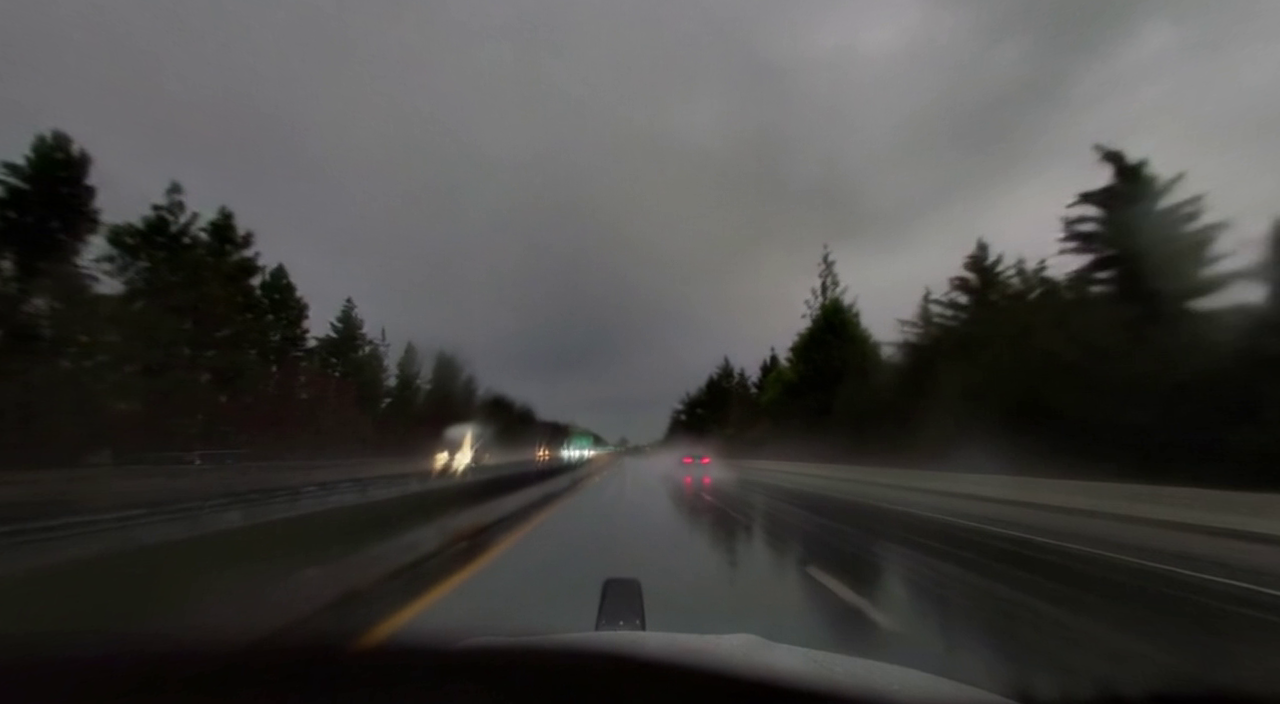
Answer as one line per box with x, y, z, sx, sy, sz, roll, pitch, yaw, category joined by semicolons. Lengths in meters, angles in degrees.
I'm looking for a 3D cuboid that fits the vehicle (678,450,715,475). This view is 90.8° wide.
3.490;6.858;39.362;1.870;1.486;3.858;0;-9;-1;vehicle
